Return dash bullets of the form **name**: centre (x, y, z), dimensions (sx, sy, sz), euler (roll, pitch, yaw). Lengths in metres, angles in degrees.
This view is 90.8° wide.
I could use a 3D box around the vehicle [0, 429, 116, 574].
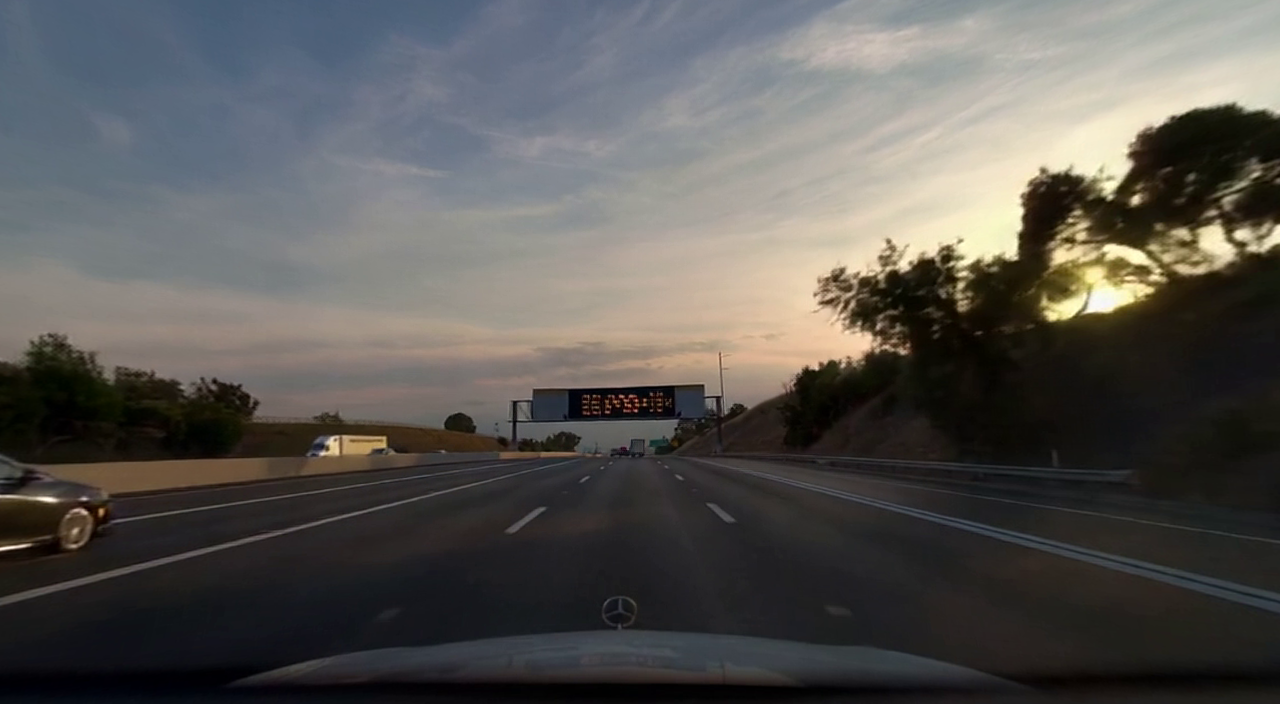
- **vehicle**: centre (-7.864, 1.450, 5.734), dimensions (2.005, 1.545, 4.874), euler (0, -8, 0)
